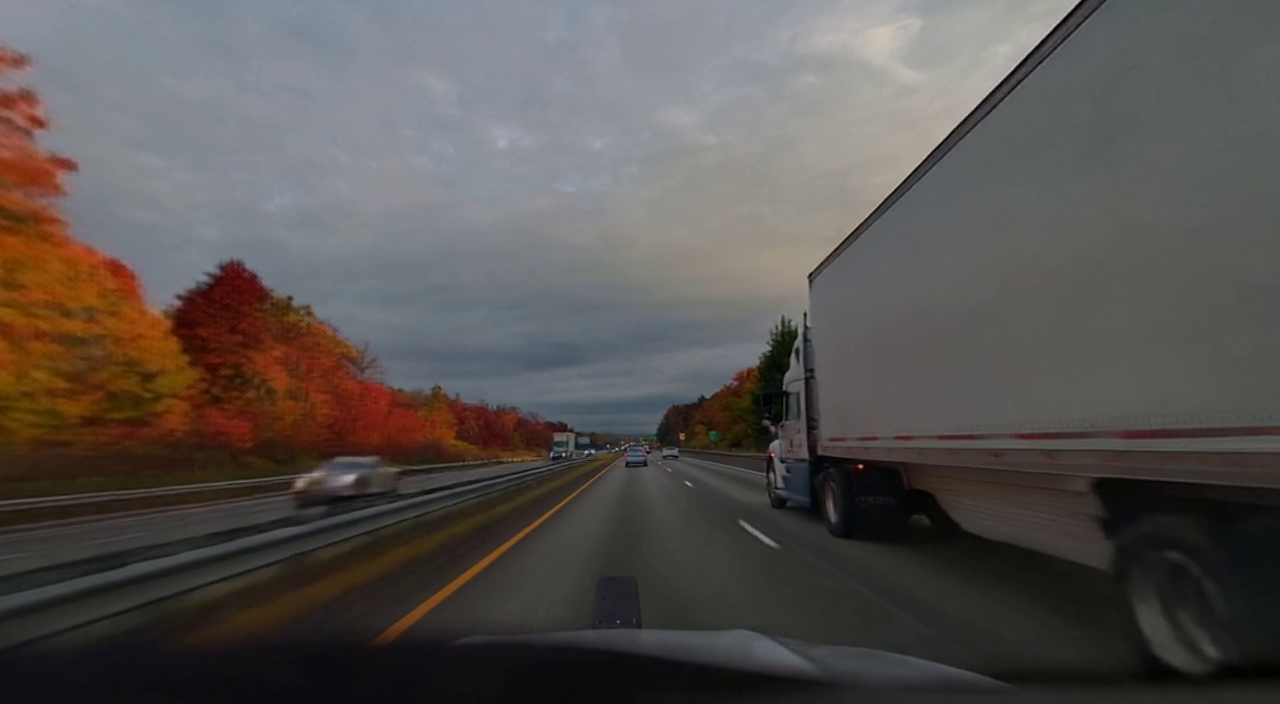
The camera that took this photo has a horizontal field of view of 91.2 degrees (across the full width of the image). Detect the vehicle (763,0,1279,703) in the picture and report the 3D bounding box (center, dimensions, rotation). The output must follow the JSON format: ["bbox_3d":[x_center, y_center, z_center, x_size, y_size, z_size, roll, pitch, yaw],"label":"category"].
[{"bbox_3d":[4.276,0.223,6.564,3.068,4.042,13.787,0,-9,0],"label":"vehicle"}]

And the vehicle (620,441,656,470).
[{"bbox_3d":[-0.169,6.526,39.537,2.151,1.693,4.201,0,-9,-1],"label":"vehicle"}]

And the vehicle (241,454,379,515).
[{"bbox_3d":[-9.438,3.796,18.368,1.841,1.503,3.978,-1,-9,0],"label":"vehicle"}]
